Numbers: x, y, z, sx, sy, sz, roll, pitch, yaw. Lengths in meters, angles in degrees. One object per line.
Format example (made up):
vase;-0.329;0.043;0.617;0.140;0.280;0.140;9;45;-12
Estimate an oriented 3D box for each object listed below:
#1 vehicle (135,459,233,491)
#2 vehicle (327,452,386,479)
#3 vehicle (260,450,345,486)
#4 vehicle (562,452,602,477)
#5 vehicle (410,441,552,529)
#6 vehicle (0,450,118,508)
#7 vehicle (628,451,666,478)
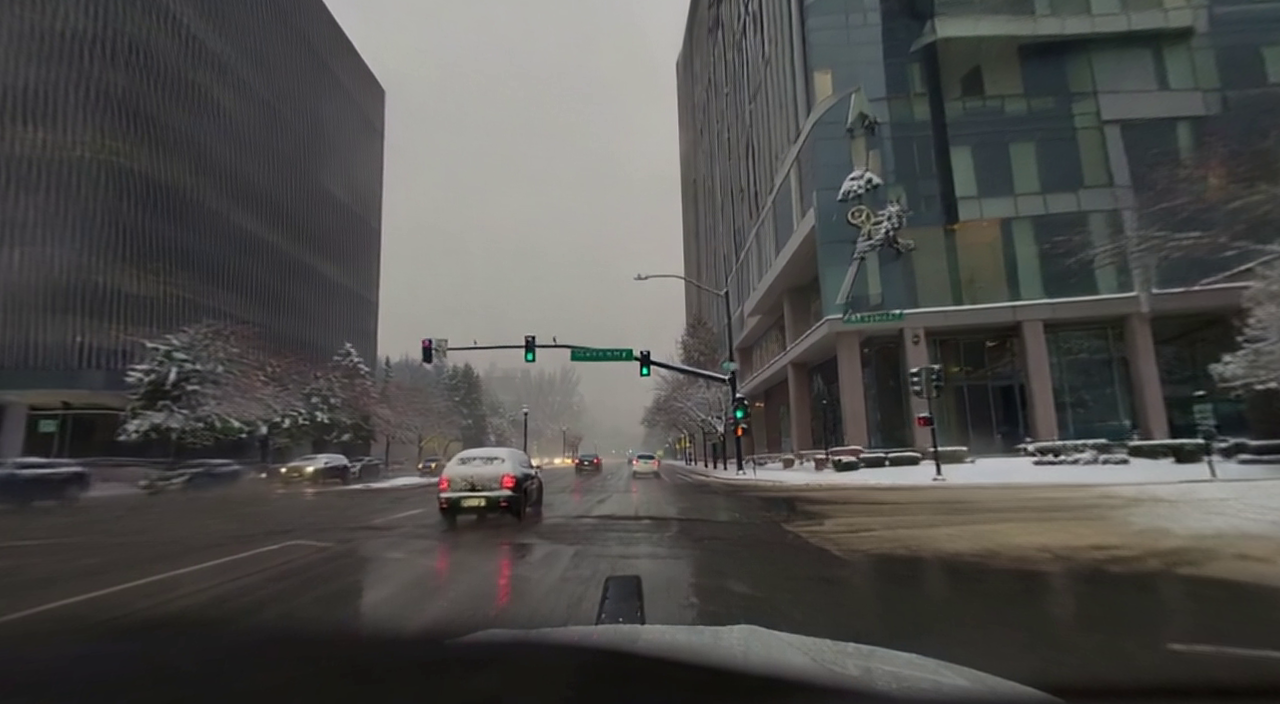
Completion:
vehicle;-23.534;6.336;32.831;1.845;1.503;4.350;0;-9;-1
vehicle;-20.322;8.135;45.527;2.011;1.768;4.661;0;-9;0
vehicle;-17.245;5.937;32.582;1.926;1.711;4.516;0;-9;-1
vehicle;-3.610;7.118;40.251;2.088;1.430;4.482;0;-9;0
vehicle;-3.143;2.712;13.352;1.983;1.545;3.773;0;-9;0
vehicle;-20.100;4.110;20.869;1.931;1.722;4.419;1;-9;-1
vehicle;0.382;6.575;37.140;2.102;1.482;4.125;0;-9;0
